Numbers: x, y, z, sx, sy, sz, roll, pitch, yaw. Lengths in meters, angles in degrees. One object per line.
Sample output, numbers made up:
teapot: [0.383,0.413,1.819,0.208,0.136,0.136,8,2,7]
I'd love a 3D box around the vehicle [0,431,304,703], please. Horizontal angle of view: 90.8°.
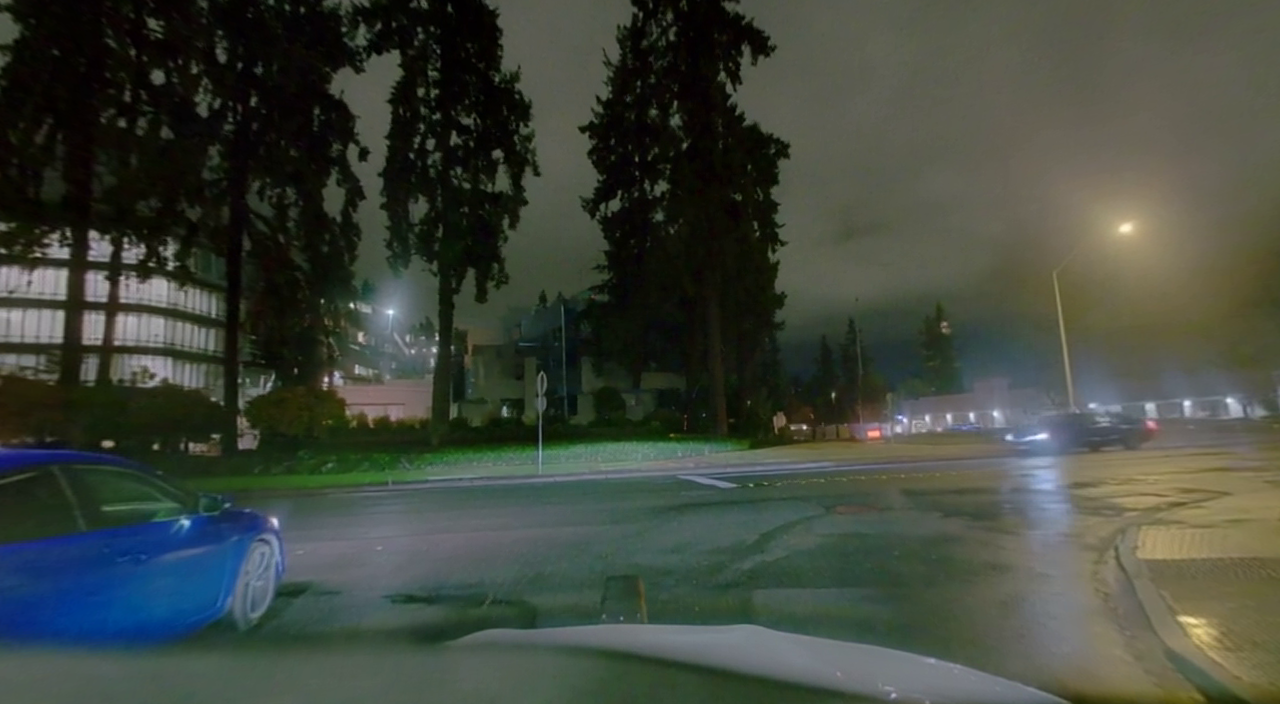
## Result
vehicle: [-3.303,1.044,2.486,2.069,1.413,5.006,1,-9,-11]

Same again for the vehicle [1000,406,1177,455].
vehicle: [15.027,2.664,21.294,4.788,1.548,1.965,1,-9,-11]
